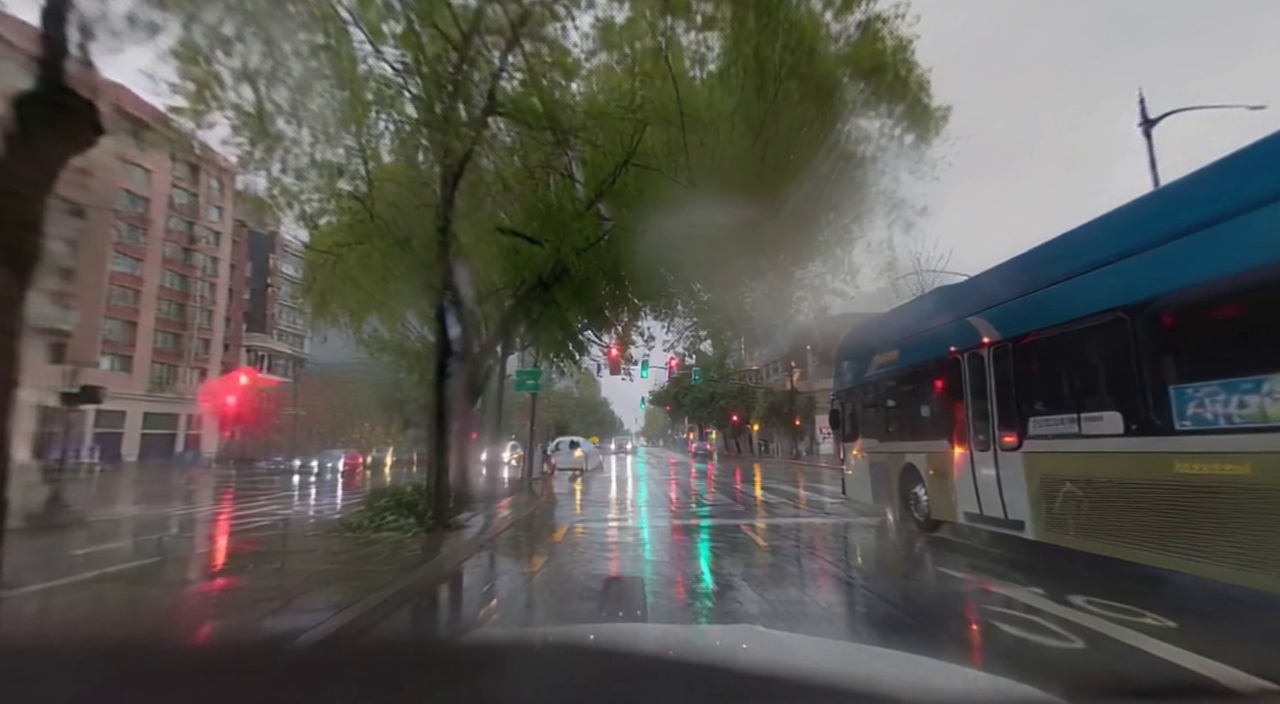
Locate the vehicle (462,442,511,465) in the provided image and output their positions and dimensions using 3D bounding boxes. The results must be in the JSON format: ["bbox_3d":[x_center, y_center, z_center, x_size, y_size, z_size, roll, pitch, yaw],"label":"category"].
[{"bbox_3d":[-10.795,7.090,44.291,2.036,1.467,3.979,5,-10,-33],"label":"vehicle"}]

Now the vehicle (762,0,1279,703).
[{"bbox_3d":[3.218,-0.386,1.057,3.250,3.731,13.693,0,-8,0],"label":"vehicle"}]

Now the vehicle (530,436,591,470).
[{"bbox_3d":[-4.088,5.067,31.870,2.123,1.544,4.158,3,-9,-20],"label":"vehicle"}]
